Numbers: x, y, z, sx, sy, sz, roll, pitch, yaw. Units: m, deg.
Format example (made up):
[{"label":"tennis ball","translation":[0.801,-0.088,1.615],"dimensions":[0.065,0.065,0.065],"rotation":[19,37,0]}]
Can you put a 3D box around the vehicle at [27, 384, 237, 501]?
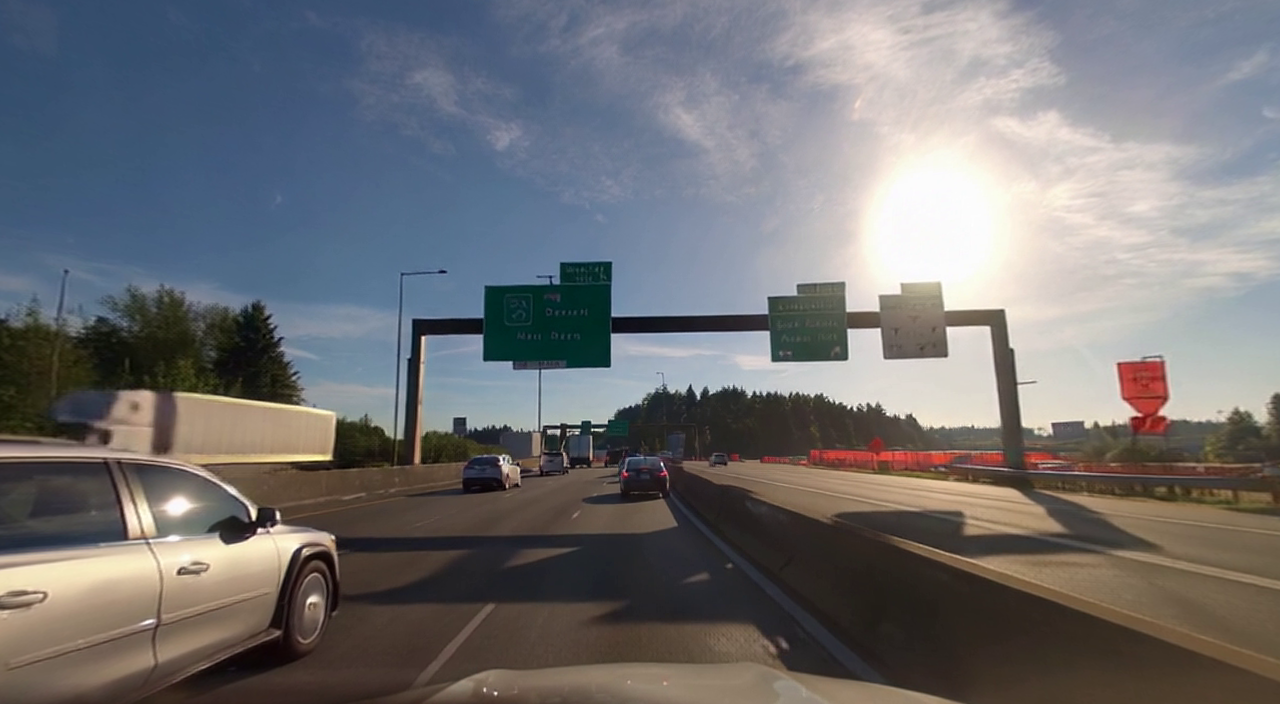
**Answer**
[{"label":"vehicle","translation":[-19.179,3.513,24.399],"dimensions":[2.979,3.948,5.862],"rotation":[0,-9,0]}]

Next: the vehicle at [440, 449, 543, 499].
[{"label":"vehicle","translation":[-4.634,3.860,20.259],"dimensions":[2.063,1.417,4.000],"rotation":[-1,-9,5]}]

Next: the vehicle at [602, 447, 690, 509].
[{"label":"vehicle","translation":[0.149,3.265,16.753],"dimensions":[2.080,1.451,3.512],"rotation":[0,-9,0]}]
